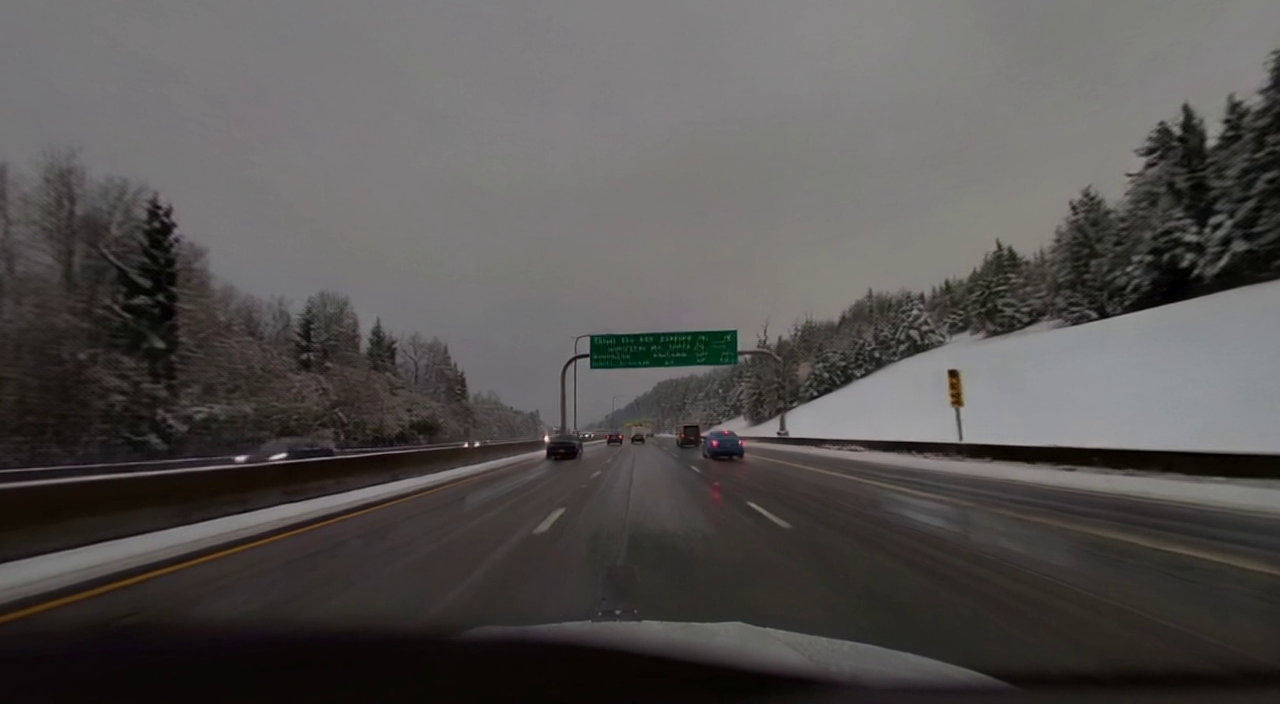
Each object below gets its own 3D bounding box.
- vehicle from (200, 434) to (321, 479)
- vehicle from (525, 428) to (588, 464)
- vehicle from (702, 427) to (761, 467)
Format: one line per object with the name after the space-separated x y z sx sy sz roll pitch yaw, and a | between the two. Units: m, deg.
-14.581 4.006 24.550 2.015 1.577 4.262 0 -8 0 | vehicle
-3.627 4.173 28.120 2.204 1.486 4.121 0 -8 0 | vehicle
3.630 3.821 25.585 1.806 1.469 3.681 0 -8 -1 | vehicle
